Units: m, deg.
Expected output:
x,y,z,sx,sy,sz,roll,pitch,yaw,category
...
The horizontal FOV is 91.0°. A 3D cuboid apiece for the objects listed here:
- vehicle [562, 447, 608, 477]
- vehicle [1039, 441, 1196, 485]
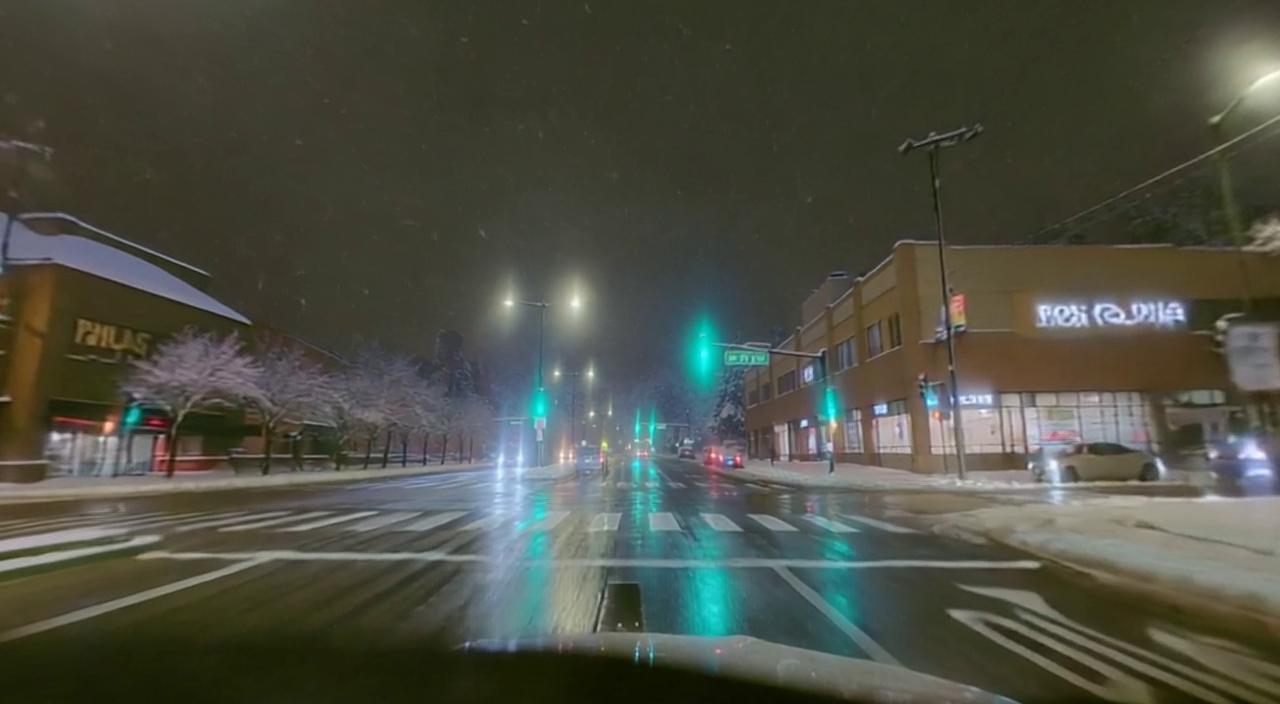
x,y,z,sx,sy,sz,roll,pitch,yaw,category
-2.838,5.783,33.322,2.078,1.471,4.217,0,-8,0,vehicle
17.375,4.042,23.069,4.040,1.514,2.095,0,-9,-1,vehicle
